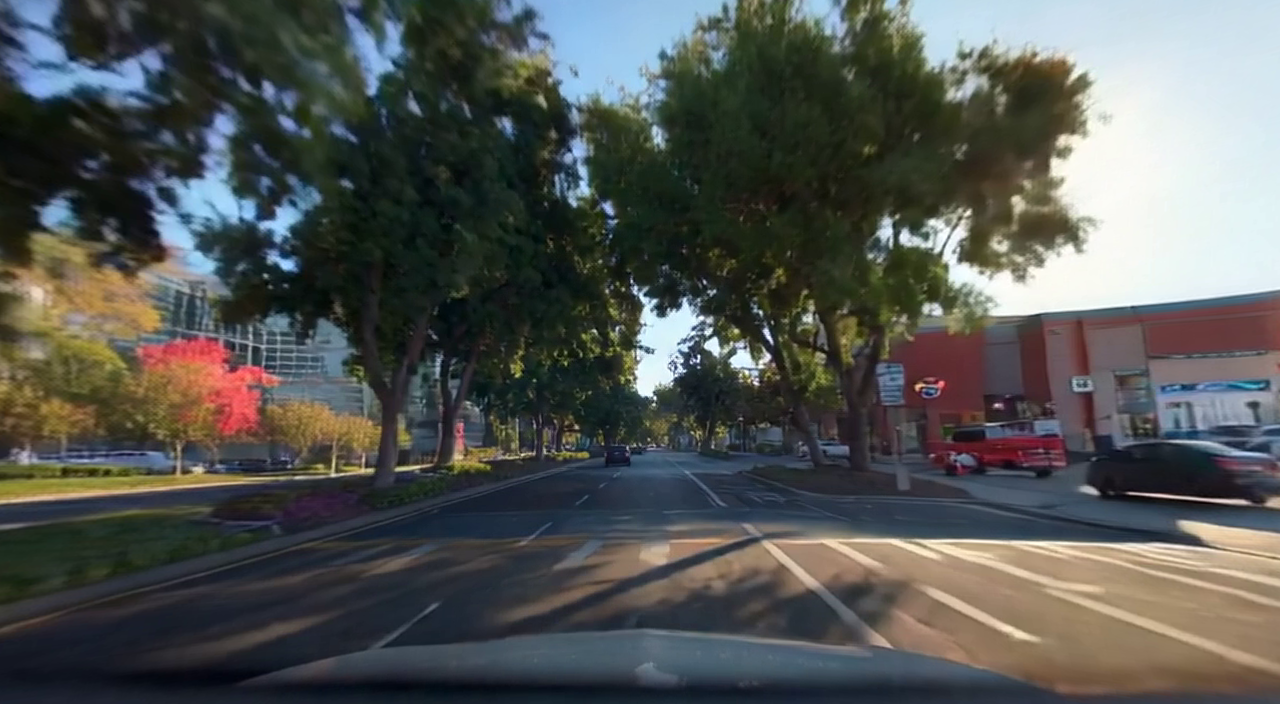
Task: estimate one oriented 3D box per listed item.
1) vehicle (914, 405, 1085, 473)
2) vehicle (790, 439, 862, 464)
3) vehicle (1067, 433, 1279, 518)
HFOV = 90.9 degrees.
[{"bbox_3d":[15.225,3.728,26.999,5.820,2.752,2.234,0,-8,-1],"label":"vehicle"},{"bbox_3d":[12.918,6.903,43.811,4.359,1.656,1.894,2,-9,-13],"label":"vehicle"},{"bbox_3d":[11.656,2.528,13.512,1.967,1.500,4.353,-1,-8,1],"label":"vehicle"}]
